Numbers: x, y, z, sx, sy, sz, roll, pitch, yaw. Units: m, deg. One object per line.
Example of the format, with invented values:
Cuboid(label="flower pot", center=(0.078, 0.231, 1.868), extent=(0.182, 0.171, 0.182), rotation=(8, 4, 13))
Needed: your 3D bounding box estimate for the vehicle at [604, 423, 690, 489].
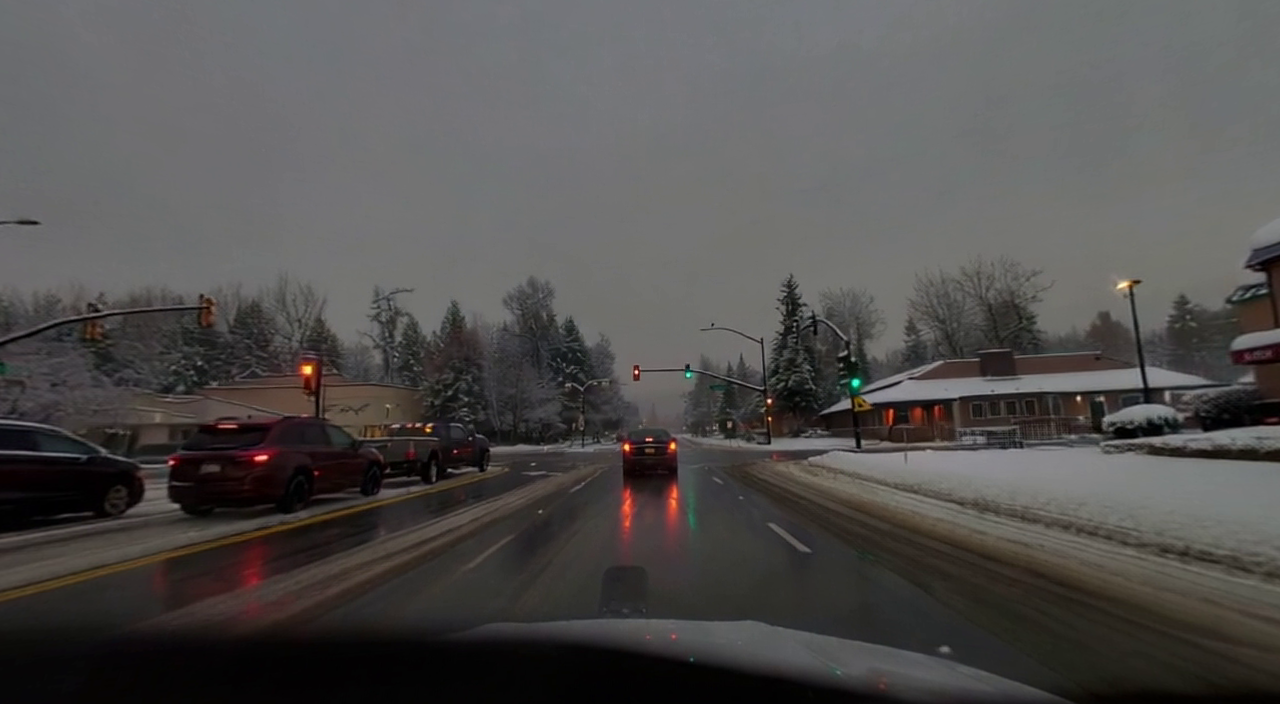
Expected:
Cuboid(label="vehicle", center=(0.245, 2.925, 17.994), extent=(2.197, 1.682, 3.642), rotation=(0, -8, 2))

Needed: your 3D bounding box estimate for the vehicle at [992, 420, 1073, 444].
Cuboid(label="vehicle", center=(25.835, 5.301, 41.660), extent=(1.514, 1.408, 4.232), rotation=(-1, -6, -28))

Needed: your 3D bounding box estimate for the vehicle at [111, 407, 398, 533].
Cuboid(label="vehicle", center=(-6.737, 2.113, 11.935), extent=(2.111, 1.864, 4.932), rotation=(0, -8, 3))

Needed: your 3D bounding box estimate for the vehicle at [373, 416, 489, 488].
Cuboid(label="vehicle", center=(-6.594, 3.237, 20.655), extent=(2.316, 2.014, 5.215), rotation=(-1, -8, -3))

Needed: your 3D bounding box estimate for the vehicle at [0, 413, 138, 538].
Cuboid(label="vehicle", center=(-10.377, 1.824, 9.371), extent=(2.051, 1.801, 4.370), rotation=(0, -8, 2))
